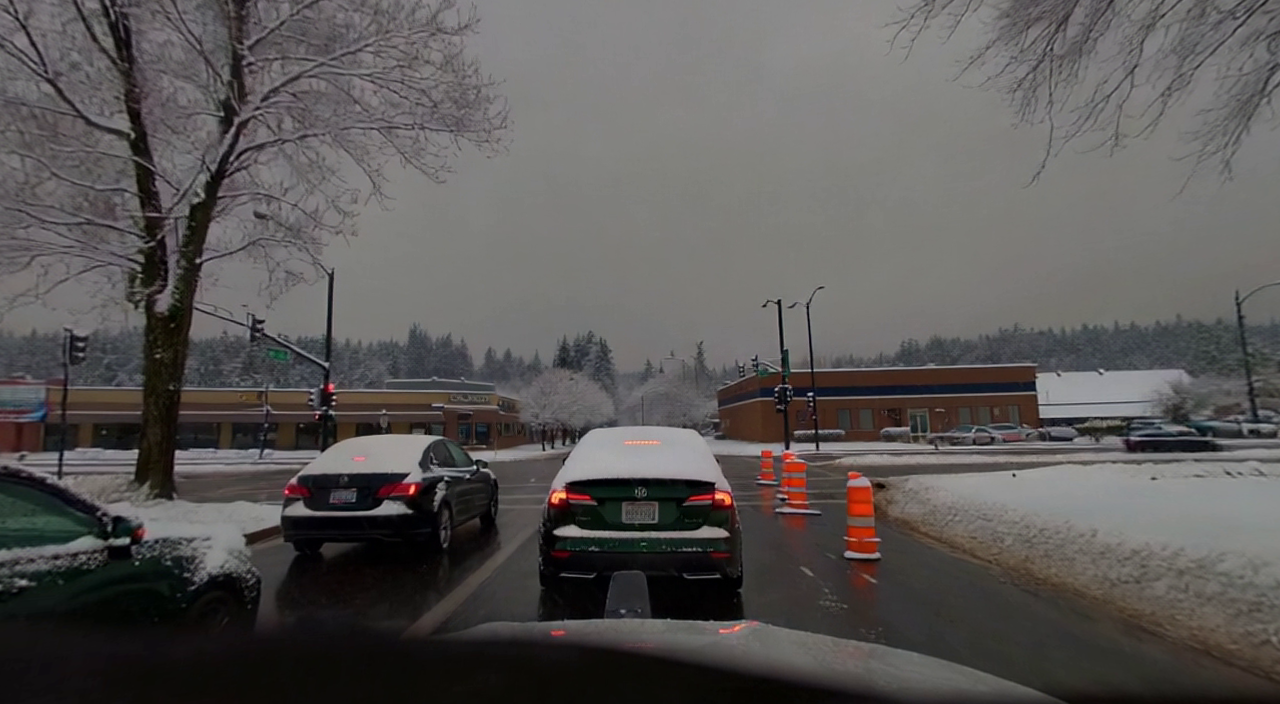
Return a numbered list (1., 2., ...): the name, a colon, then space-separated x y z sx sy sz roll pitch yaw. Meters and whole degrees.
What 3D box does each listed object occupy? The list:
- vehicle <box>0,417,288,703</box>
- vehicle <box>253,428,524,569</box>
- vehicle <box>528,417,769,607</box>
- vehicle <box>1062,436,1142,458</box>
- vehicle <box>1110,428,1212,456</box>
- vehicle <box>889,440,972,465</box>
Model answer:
1. vehicle: -3.589 0.949 2.144 1.964 1.497 4.722 0 -9 1
2. vehicle: -3.269 1.995 9.445 1.989 1.541 4.626 0 -9 2
3. vehicle: 0.114 1.627 7.210 2.021 1.560 3.676 0 -9 1
4. vehicle: 36.640 7.567 49.986 4.791 1.635 1.857 0 -9 1
5. vehicle: 33.573 5.819 40.658 4.805 1.688 1.923 0 -9 0
6. vehicle: 18.690 6.484 40.649 4.463 1.482 1.808 0 -9 4
